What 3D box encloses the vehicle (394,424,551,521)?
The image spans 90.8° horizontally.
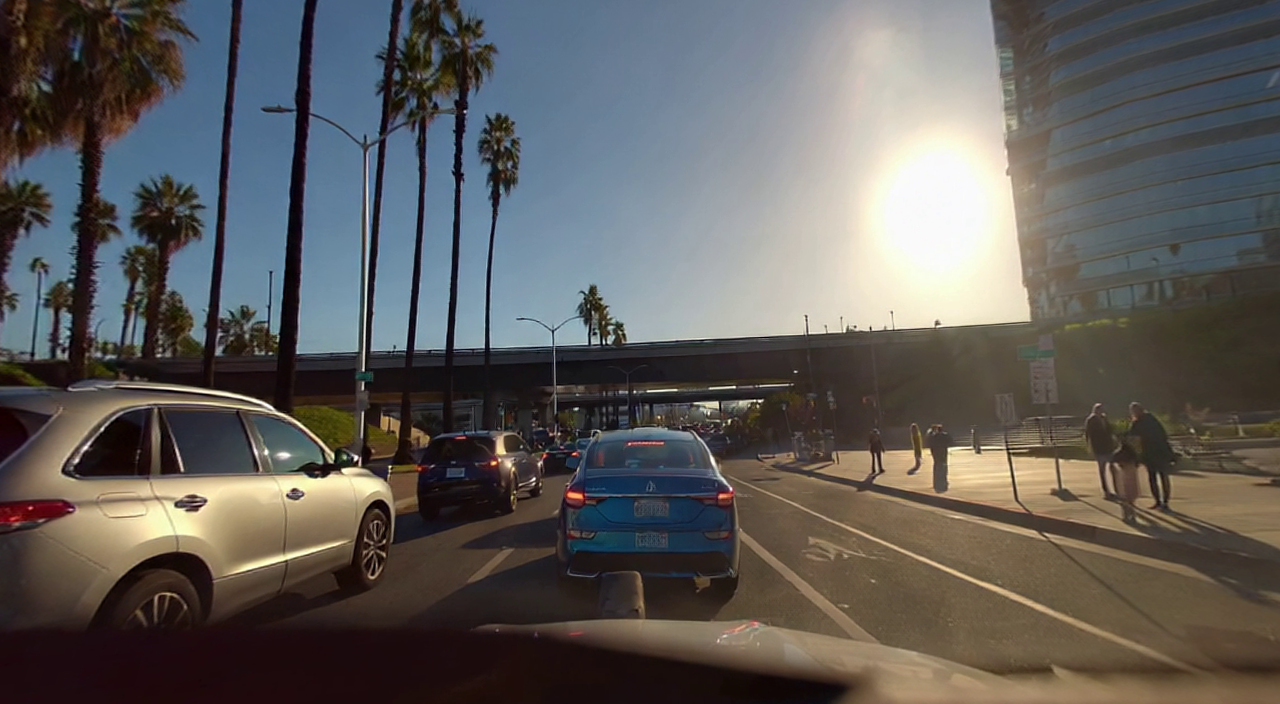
[{"bbox_3d":[-3.180,2.379,12.943,1.955,1.637,4.032,0,-8,2],"label":"vehicle"}]

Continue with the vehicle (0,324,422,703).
[{"bbox_3d":[-3.268,1.068,4.195,2.014,1.740,4.359,0,-8,1],"label":"vehicle"}]

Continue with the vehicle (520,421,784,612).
[{"bbox_3d":[0.077,1.586,7.034,2.036,1.461,4.129,0,-8,0],"label":"vehicle"}]
